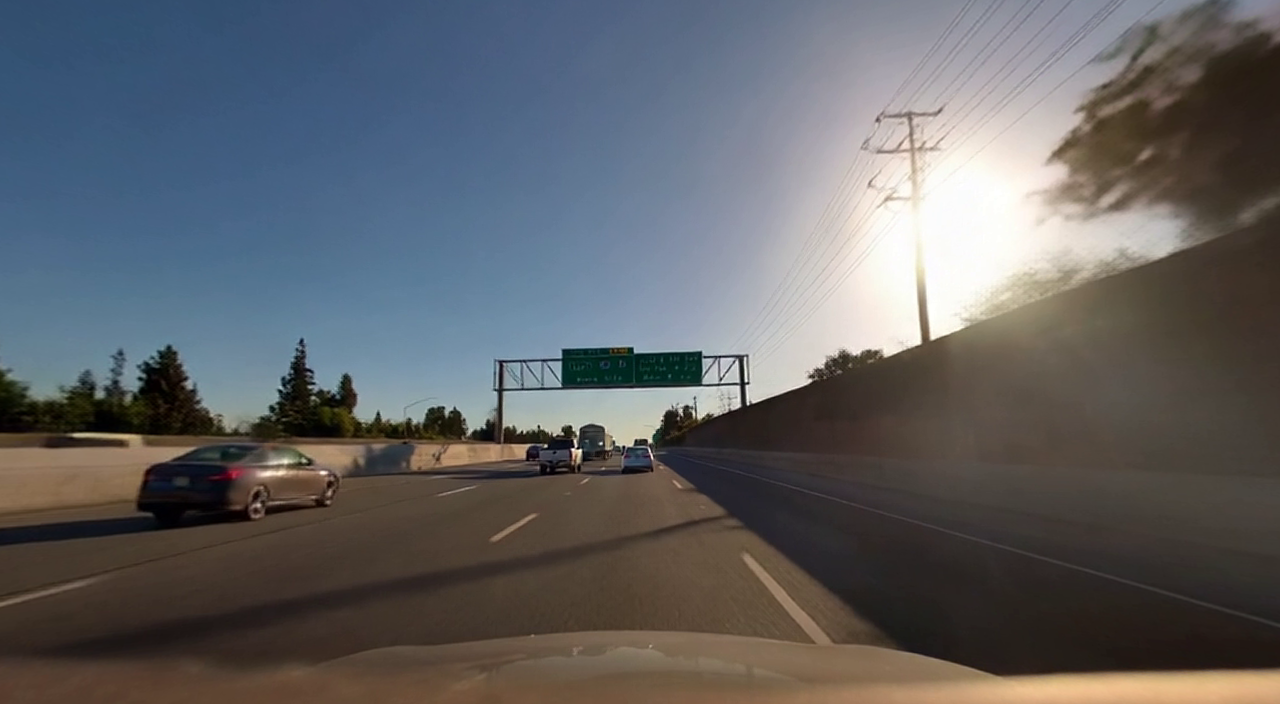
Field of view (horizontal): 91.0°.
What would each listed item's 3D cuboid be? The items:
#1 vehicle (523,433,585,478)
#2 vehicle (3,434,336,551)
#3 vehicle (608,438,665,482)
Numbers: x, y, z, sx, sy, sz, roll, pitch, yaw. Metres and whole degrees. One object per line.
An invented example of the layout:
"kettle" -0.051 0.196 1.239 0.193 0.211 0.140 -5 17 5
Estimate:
"vehicle" -3.779 4.636 28.475 2.109 1.840 4.614 0 -9 1
"vehicle" -7.301 2.194 10.605 2.025 1.510 4.582 0 -9 1
"vehicle" -0.130 4.449 26.190 2.178 1.640 4.071 0 -9 0
